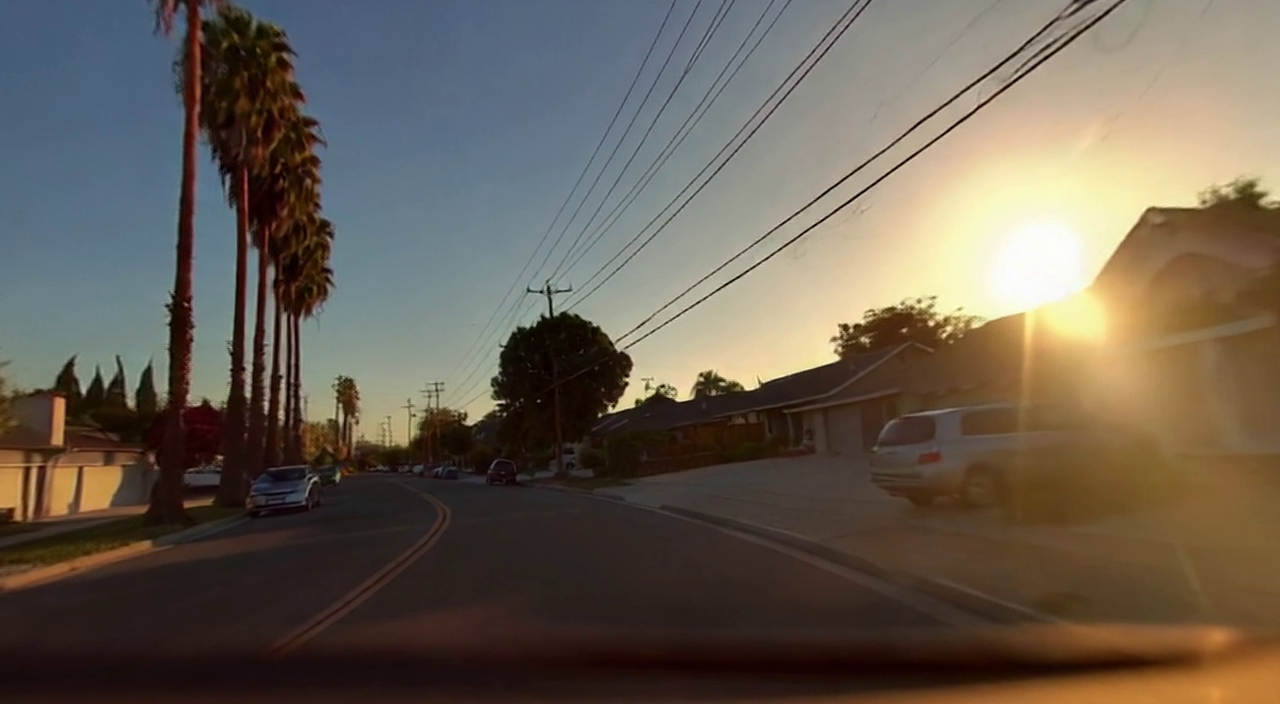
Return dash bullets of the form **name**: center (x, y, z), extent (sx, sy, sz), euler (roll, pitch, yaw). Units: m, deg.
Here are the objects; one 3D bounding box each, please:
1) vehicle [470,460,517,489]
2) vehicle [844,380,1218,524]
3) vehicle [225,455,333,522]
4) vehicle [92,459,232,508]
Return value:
- **vehicle**: center (-8.531, 7.061, 36.650), extent (1.870, 1.490, 3.802), euler (4, -10, -25)
- **vehicle**: center (6.526, 1.689, 10.871), extent (5.102, 2.040, 2.472), euler (2, -9, -14)
- **vehicle**: center (-11.719, 4.433, 20.911), extent (2.410, 1.790, 4.699), euler (1, -10, -22)
- **vehicle**: center (-19.748, 5.429, 26.304), extent (4.060, 1.843, 1.979), euler (2, -9, -16)
